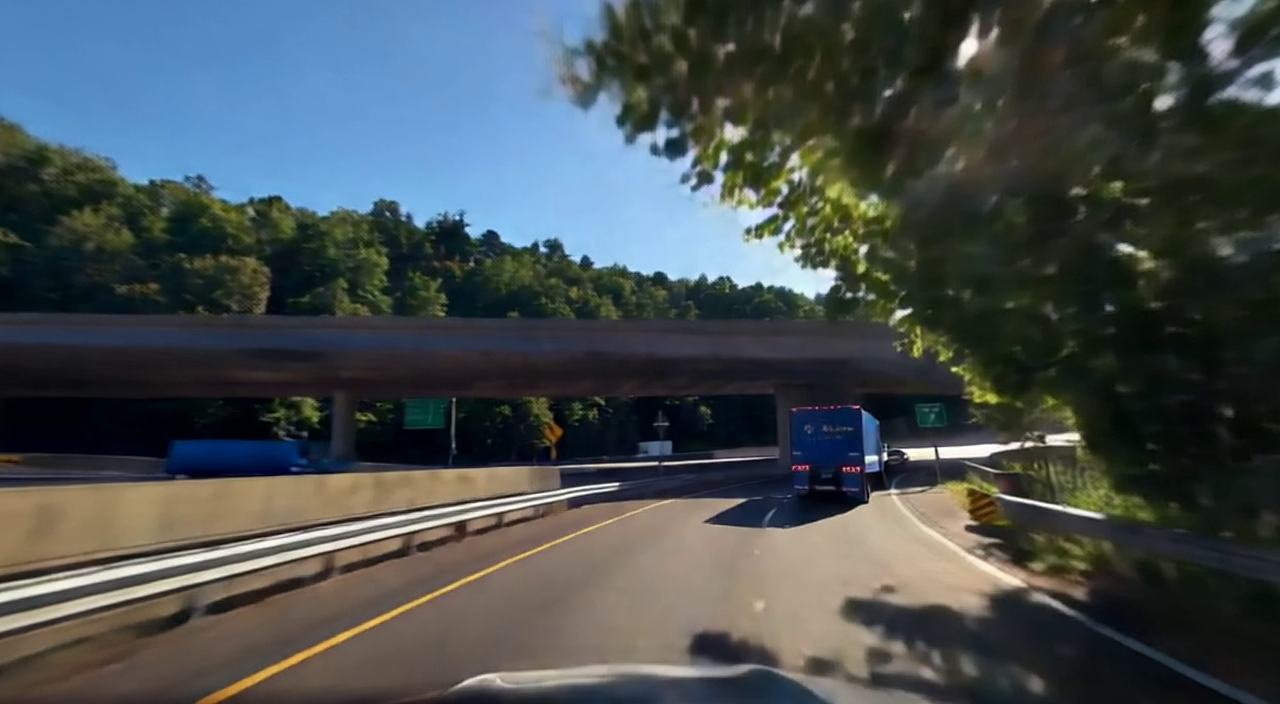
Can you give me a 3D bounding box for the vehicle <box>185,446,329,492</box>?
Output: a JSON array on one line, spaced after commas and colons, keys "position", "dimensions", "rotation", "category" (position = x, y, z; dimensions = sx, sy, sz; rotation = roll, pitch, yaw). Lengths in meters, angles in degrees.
[{"position": [-13.446, 4.062, 22.216], "dimensions": [4.024, 1.444, 1.940], "rotation": [7, -11, -38], "category": "vehicle"}]
